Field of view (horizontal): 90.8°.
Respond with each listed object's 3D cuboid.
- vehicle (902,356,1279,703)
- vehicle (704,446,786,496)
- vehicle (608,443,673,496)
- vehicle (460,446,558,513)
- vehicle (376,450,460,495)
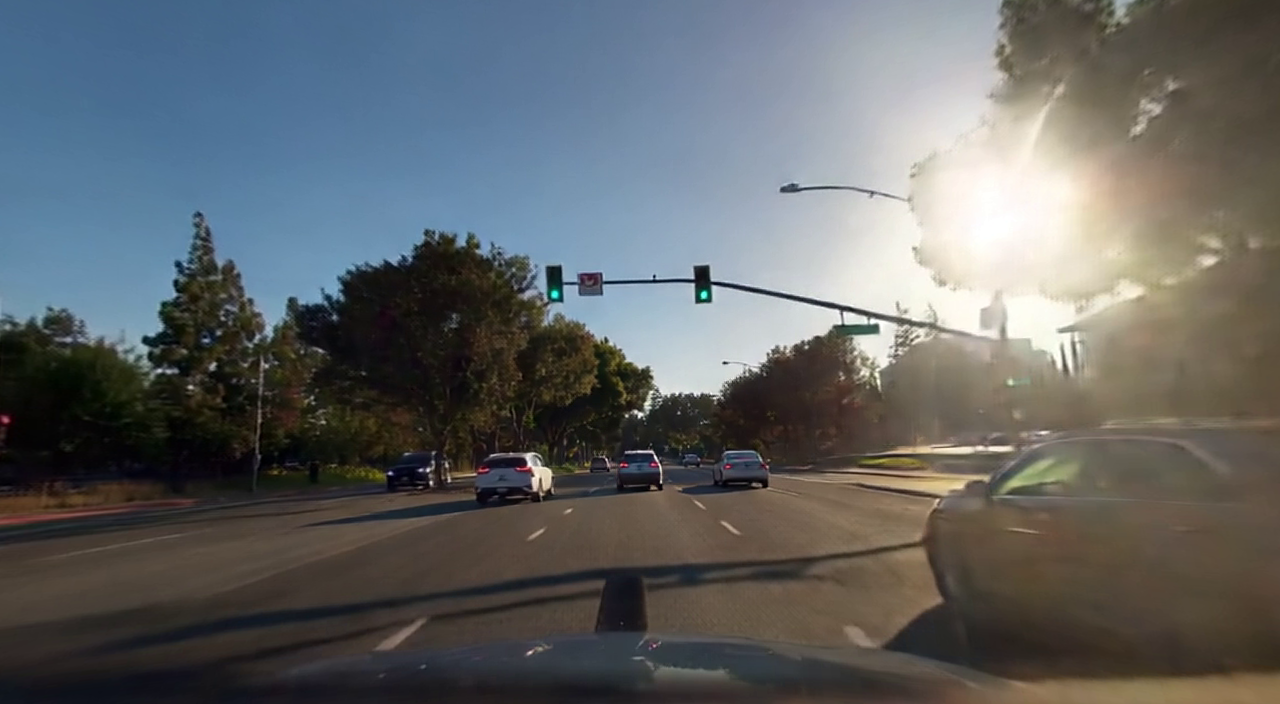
[{"bbox_3d":[3.319,0.963,3.072,2.069,1.644,4.714,0,-8,0],"label":"vehicle"},{"bbox_3d":[3.537,4.099,22.132,2.068,1.541,4.041,0,-8,-1],"label":"vehicle"},{"bbox_3d":[-0.001,4.176,22.892,2.150,1.725,4.096,0,-8,0],"label":"vehicle"},{"bbox_3d":[-3.470,3.439,17.544,1.823,1.602,4.061,0,-8,0],"label":"vehicle"},{"bbox_3d":[-9.514,5.170,27.478,2.045,1.730,4.375,0,-8,0],"label":"vehicle"}]
